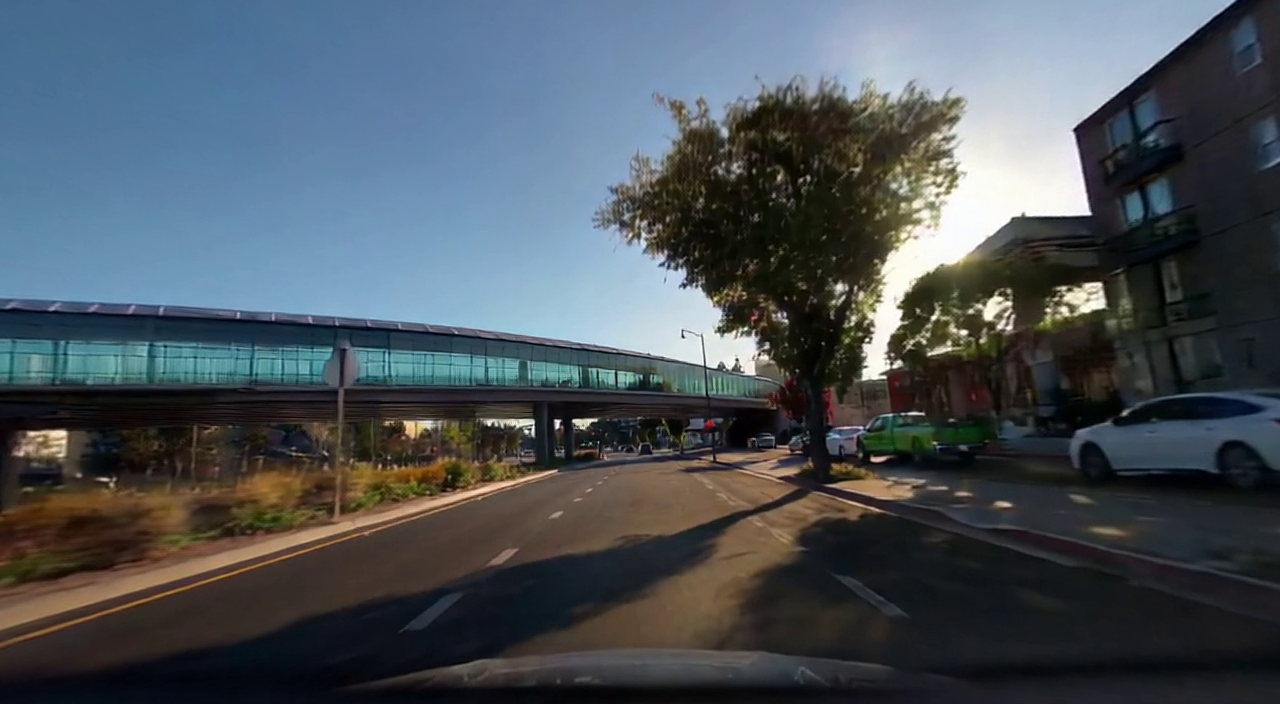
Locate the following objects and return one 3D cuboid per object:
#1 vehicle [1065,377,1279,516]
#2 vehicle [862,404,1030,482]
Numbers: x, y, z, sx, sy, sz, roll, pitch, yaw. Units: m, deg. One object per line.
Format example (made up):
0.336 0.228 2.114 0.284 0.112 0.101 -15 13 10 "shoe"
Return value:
10.249 1.516 10.752 2.138 1.805 5.011 -11 -8 -1 "vehicle"
10.381 3.213 22.215 2.445 2.272 6.461 -1 -8 -2 "vehicle"
